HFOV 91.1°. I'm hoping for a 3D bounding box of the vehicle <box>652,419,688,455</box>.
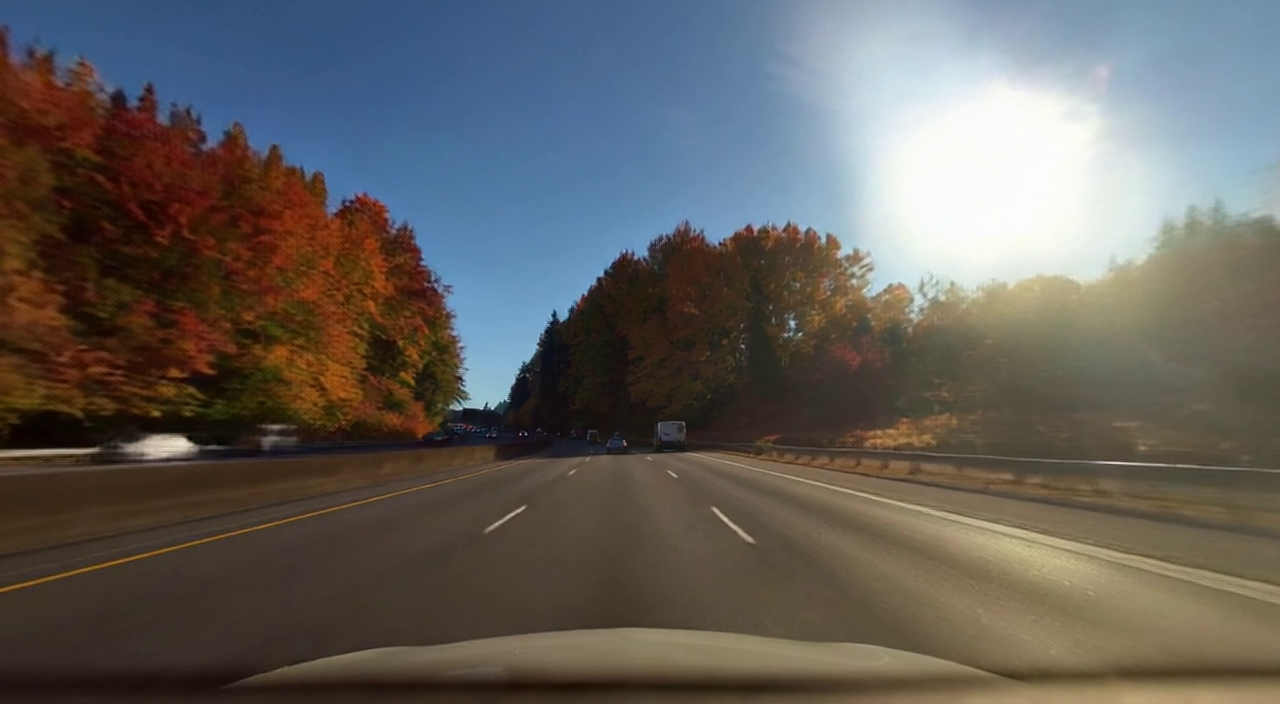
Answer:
[{"bbox_3d":[2.224,6.647,48.967,2.411,2.614,5.781,0,-8,-1],"label":"vehicle"}]
